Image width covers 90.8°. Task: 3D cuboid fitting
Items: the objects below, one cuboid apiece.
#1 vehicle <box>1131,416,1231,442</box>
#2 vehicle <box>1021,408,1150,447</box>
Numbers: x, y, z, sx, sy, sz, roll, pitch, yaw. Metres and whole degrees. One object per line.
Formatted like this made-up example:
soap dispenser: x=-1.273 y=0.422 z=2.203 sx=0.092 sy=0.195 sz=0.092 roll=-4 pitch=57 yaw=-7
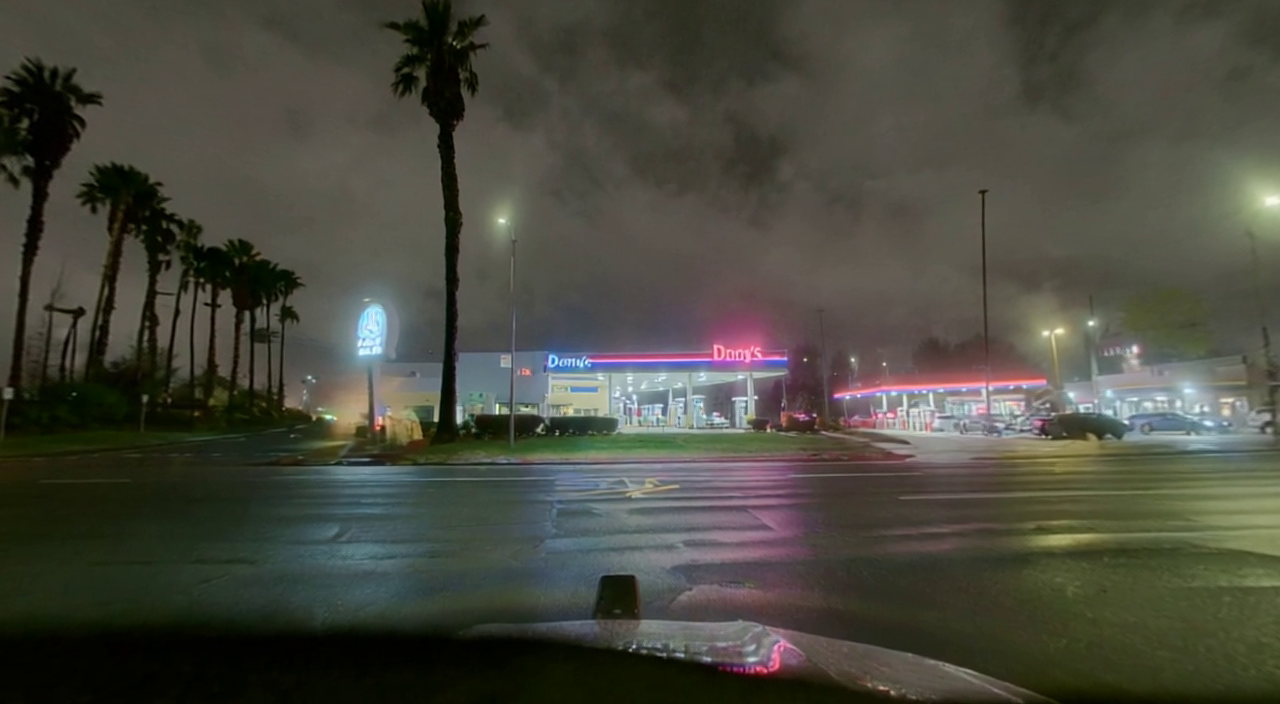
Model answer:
vehicle: x=33.913 y=4.888 z=39.783 sx=1.805 sy=1.466 sz=4.641 roll=1 pitch=-9 yaw=-8
vehicle: x=21.985 y=3.709 z=31.286 sx=4.880 sy=1.754 sz=2.202 roll=0 pitch=-5 yaw=-7
